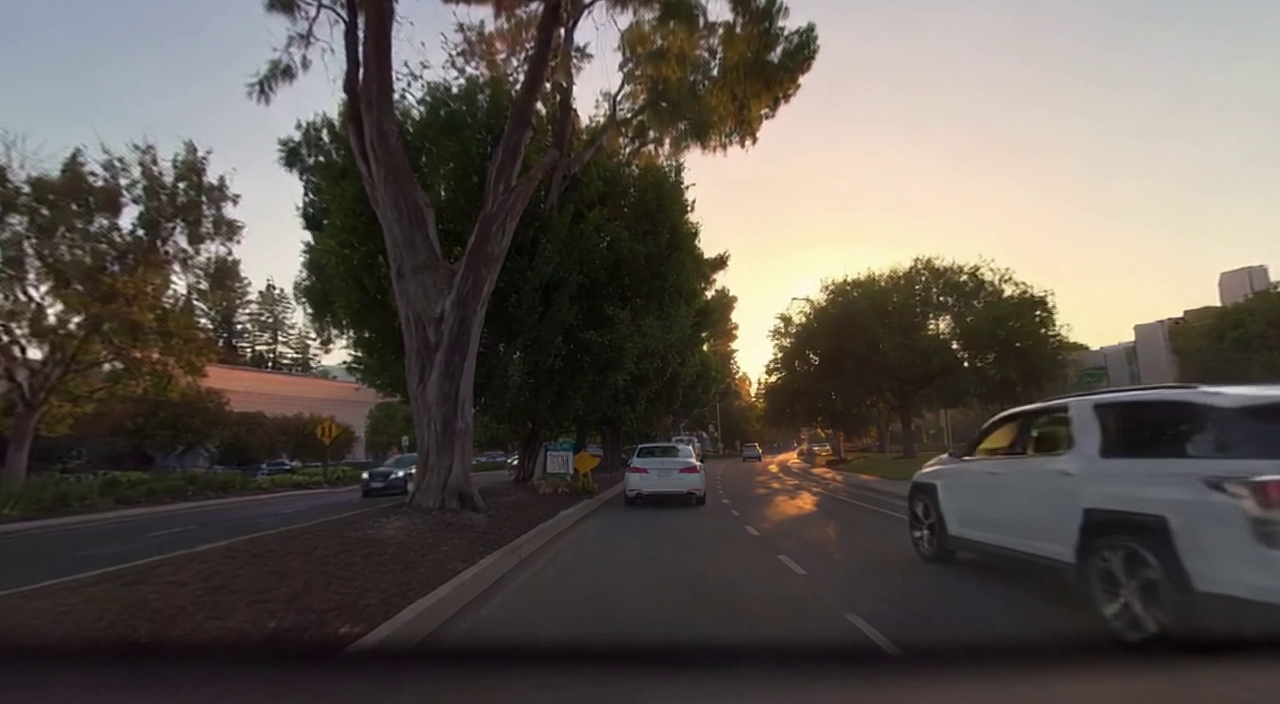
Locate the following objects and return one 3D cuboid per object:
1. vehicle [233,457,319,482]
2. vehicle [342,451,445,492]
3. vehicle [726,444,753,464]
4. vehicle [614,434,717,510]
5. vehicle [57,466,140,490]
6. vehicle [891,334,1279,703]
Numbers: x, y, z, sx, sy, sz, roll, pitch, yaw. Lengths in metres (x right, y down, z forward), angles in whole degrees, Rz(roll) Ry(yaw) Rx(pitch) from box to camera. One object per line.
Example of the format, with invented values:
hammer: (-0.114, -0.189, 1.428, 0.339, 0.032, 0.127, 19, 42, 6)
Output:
vehicle: (-25.600, 8.284, 44.400, 4.951, 1.618, 1.952, -1, -8, 6)
vehicle: (-10.128, 4.934, 26.434, 2.027, 1.511, 4.711, -1, -8, 6)
vehicle: (7.828, 7.987, 49.585, 1.984, 1.507, 4.359, -2, -8, 9)
vehicle: (0.694, 2.820, 15.321, 2.154, 1.585, 3.997, -1, -8, 5)
vehicle: (-38.537, 8.982, 44.937, 4.279, 1.561, 2.022, -1, -8, 7)
vehicle: (4.104, 1.125, 5.143, 1.953, 1.818, 5.299, 0, -8, 0)
